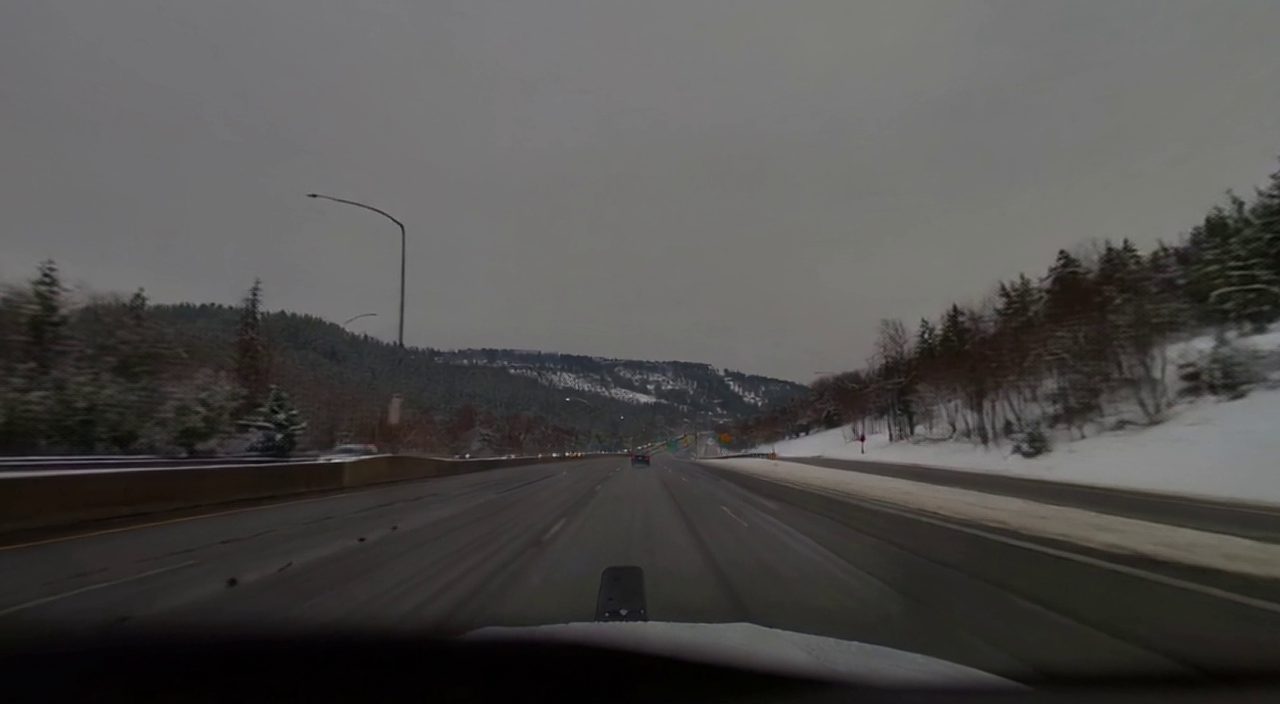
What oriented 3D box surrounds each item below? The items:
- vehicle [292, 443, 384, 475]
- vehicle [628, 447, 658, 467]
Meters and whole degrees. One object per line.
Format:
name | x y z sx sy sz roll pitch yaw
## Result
vehicle | -17.442 6.184 36.854 2.241 1.653 6.297 0 -9 0
vehicle | 0.199 8.155 49.115 2.193 1.497 4.337 0 -9 -1
